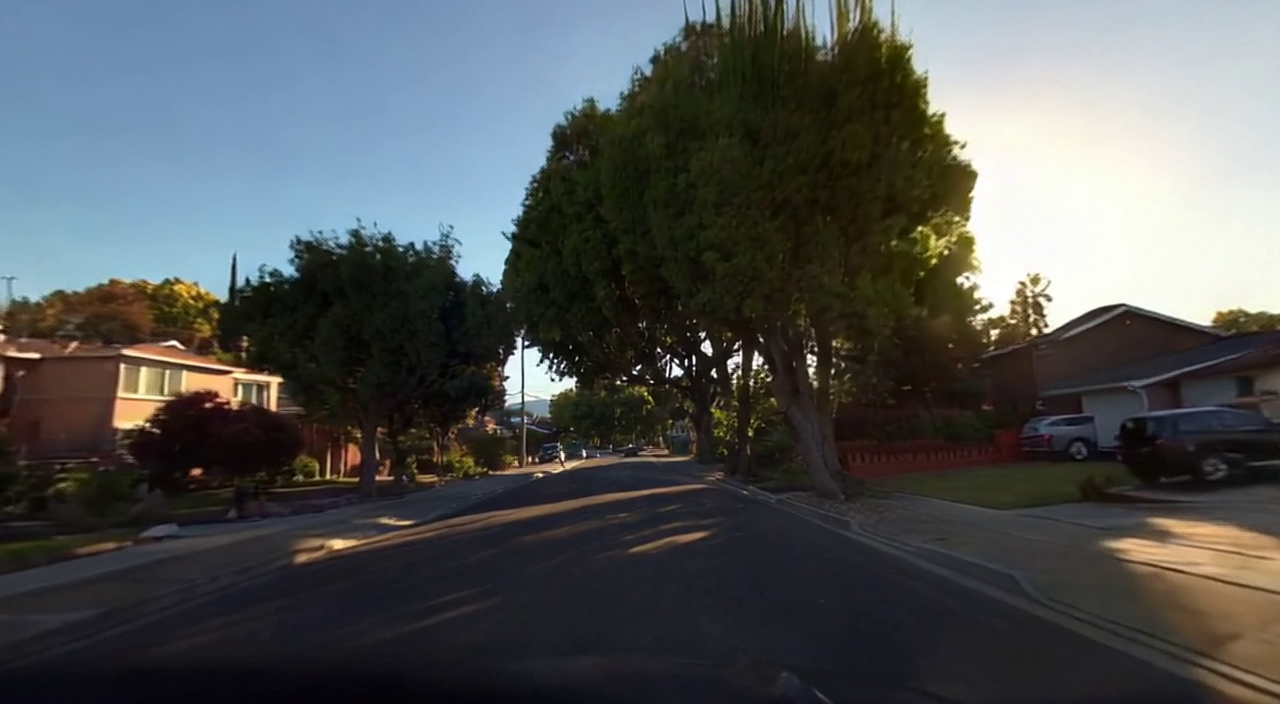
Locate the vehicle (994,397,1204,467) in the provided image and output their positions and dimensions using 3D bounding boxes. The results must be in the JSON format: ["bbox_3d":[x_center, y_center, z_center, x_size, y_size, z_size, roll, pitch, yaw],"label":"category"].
[{"bbox_3d":[14.169,2.508,19.743,4.833,1.843,2.094,-2,-8,-1],"label":"vehicle"}]

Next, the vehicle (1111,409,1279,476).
[{"bbox_3d":[14.930,2.306,16.253,4.045,1.570,1.864,-1,-7,1],"label":"vehicle"}]
